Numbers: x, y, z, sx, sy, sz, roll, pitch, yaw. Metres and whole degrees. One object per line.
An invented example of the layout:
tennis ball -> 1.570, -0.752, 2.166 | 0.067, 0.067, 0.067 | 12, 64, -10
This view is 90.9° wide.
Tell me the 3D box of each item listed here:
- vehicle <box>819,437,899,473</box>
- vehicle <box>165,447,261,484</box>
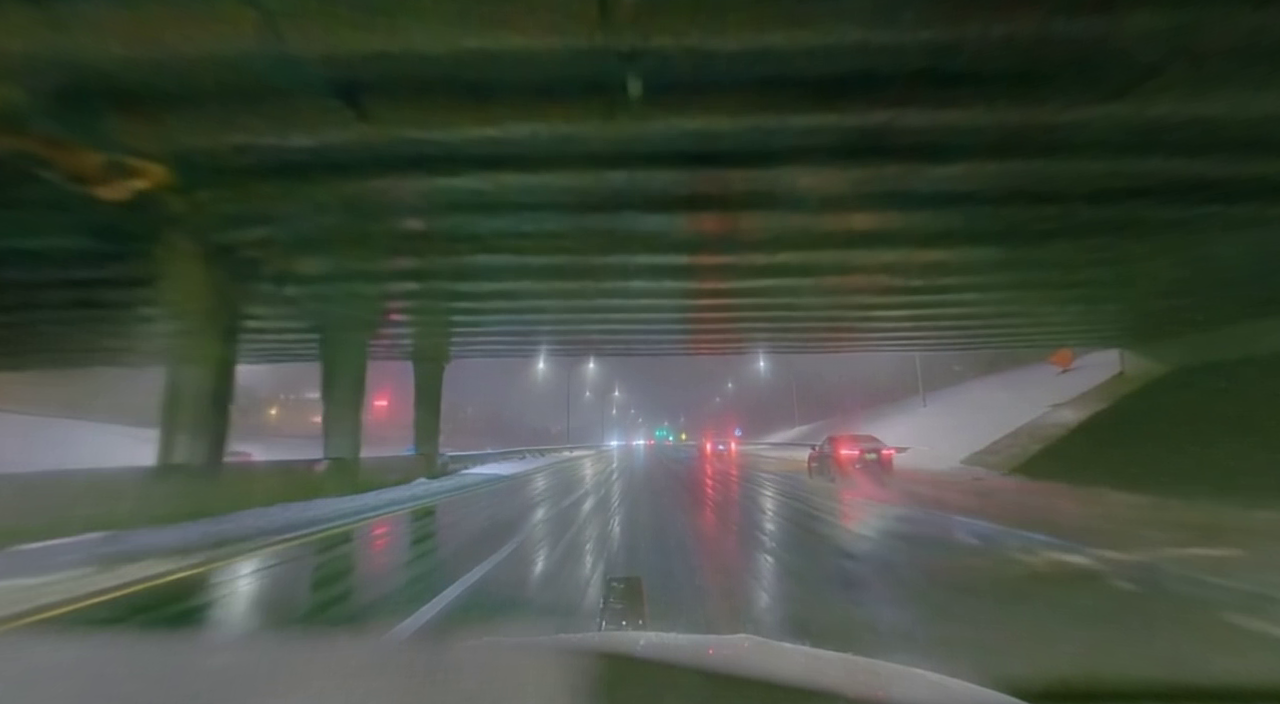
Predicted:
vehicle -> 10.021, 4.740, 29.306 | 2.000, 1.514, 4.585 | 0, -8, -1
vehicle -> -27.481, 7.273, 40.900 | 2.326, 2.112, 5.658 | -3, -9, 0
